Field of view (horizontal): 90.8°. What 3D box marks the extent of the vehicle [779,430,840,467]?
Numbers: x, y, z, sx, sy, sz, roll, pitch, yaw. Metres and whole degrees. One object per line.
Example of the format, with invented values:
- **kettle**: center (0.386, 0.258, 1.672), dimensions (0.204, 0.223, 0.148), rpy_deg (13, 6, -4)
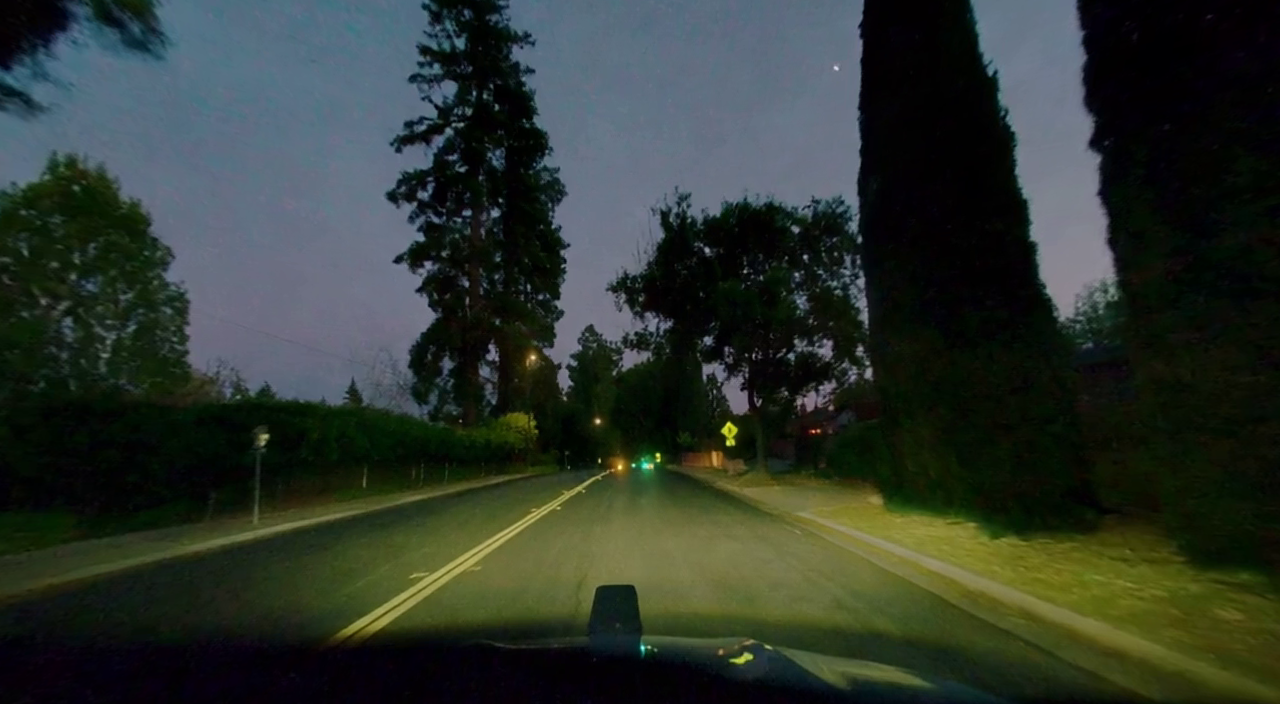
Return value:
- **vehicle**: center (10.071, 5.815, 38.099), dimensions (2.335, 2.028, 6.172), rpy_deg (-1, -8, 4)
